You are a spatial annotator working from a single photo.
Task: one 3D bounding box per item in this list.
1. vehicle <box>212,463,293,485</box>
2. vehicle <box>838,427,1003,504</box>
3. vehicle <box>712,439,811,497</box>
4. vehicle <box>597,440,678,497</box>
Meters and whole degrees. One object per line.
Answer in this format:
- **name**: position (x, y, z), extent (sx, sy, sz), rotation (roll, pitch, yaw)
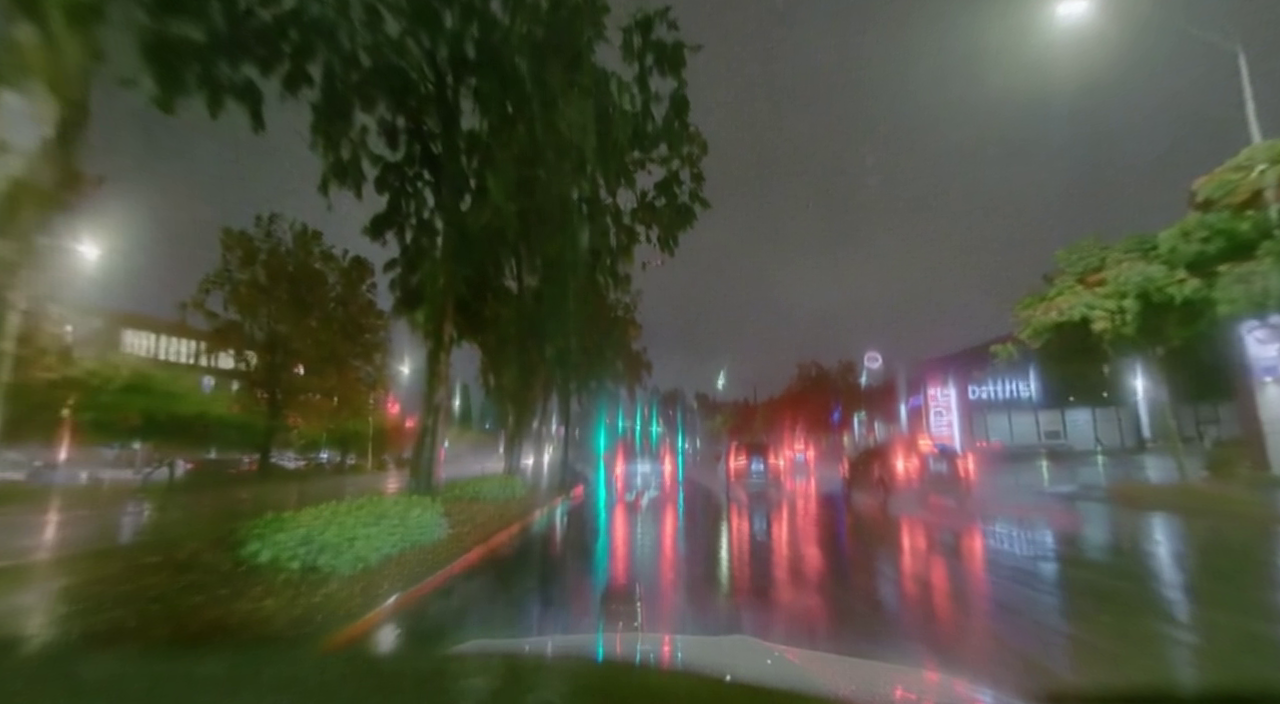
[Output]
- **vehicle**: position (-28.187, 8.889, 46.012), extent (4.693, 1.499, 1.838), rotation (-1, -9, 1)
- **vehicle**: position (7.116, 2.948, 16.763), extent (2.052, 1.708, 4.842), rotation (0, -9, -1)
- **vehicle**: position (3.438, 3.385, 18.768), extent (1.993, 1.477, 4.240), rotation (0, -9, -1)
- **vehicle**: position (-0.133, 3.364, 18.536), extent (2.101, 1.444, 4.248), rotation (0, -9, -2)
